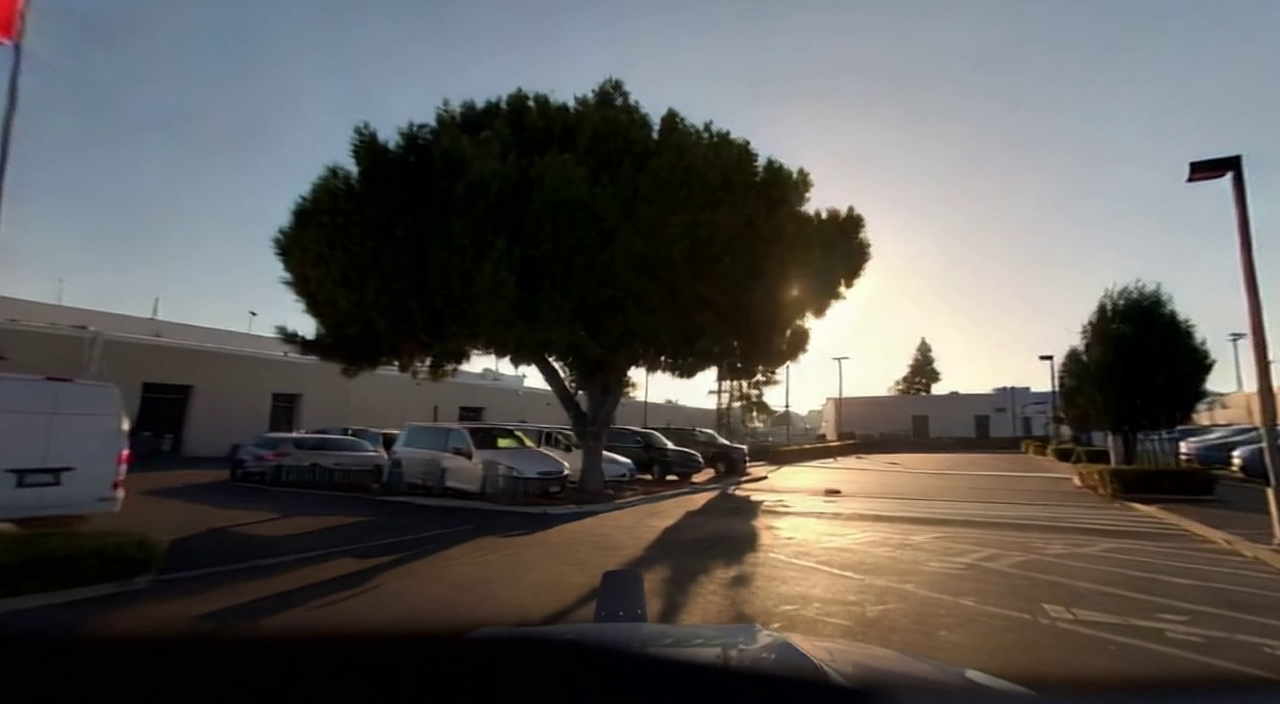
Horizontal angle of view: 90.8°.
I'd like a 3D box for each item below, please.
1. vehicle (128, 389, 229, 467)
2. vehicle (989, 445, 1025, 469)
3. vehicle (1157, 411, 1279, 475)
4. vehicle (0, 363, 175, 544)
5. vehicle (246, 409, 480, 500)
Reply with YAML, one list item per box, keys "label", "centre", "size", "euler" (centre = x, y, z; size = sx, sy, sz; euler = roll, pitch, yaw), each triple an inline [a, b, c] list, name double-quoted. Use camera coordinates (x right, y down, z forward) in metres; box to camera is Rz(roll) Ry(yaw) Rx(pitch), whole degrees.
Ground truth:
- label: "vehicle"
  centre: [-18.699, 3.119, 25.468]
  size: [2.399, 2.767, 5.778]
  euler: [7, -11, -42]
- label: "vehicle"
  centre: [27.604, 7.877, 47.630]
  size: [2.026, 1.659, 4.314]
  euler: [-4, -9, 26]
- label: "vehicle"
  centre: [23.156, 3.356, 23.432]
  size: [6.017, 2.202, 2.328]
  euler: [0, -8, -5]
- label: "vehicle"
  centre: [-10.684, 1.616, 10.178]
  size: [5.986, 2.324, 2.491]
  euler: [-4, -9, 26]
- label: "vehicle"
  centre: [-7.772, 2.753, 17.505]
  size: [6.632, 2.126, 2.228]
  euler: [-4, -8, 28]
